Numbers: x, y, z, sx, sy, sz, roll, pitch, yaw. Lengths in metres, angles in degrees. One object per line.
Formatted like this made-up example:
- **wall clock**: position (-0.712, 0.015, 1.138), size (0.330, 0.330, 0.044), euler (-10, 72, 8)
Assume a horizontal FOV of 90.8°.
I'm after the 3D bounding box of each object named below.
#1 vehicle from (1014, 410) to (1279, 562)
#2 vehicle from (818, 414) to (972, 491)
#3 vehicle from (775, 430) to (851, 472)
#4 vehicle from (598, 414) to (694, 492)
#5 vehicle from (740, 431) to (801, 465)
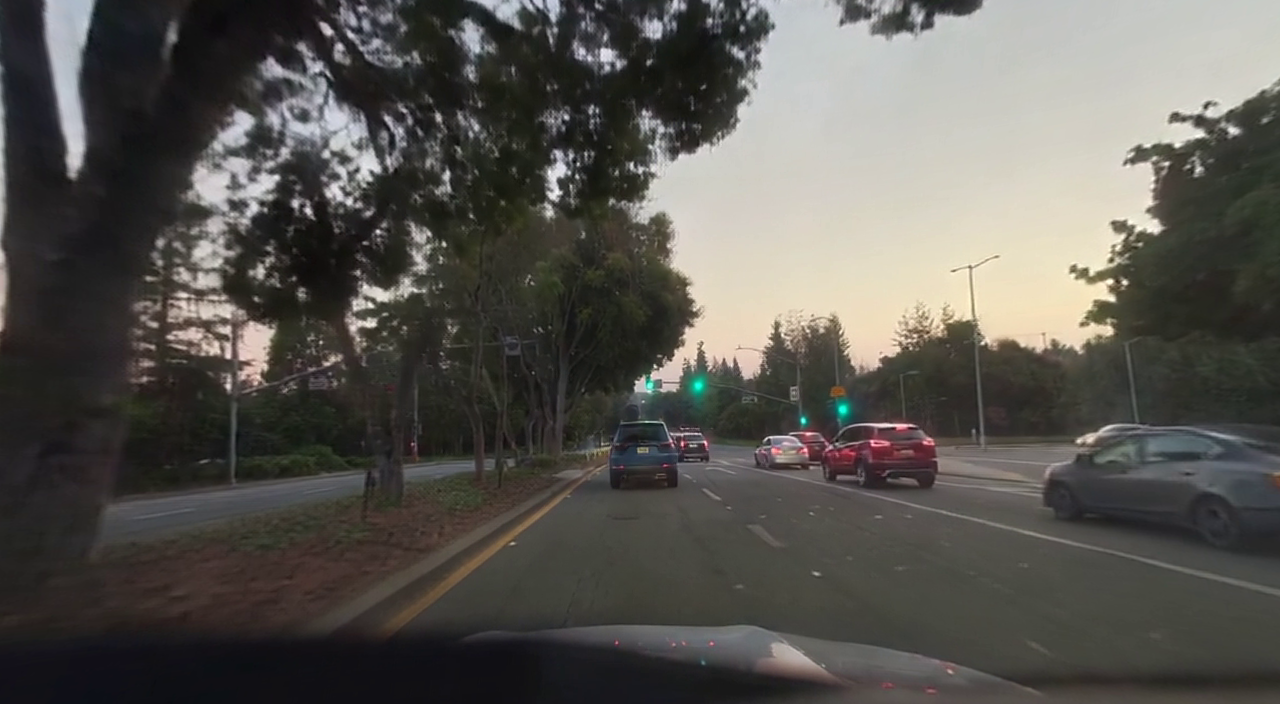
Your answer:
- **vehicle**: position (7.374, 1.630, 8.265), size (2.004, 1.504, 4.836), euler (0, -9, 0)
- **vehicle**: position (7.096, 2.900, 18.397), size (2.251, 1.873, 5.346), euler (0, -9, 0)
- **vehicle**: position (7.345, 4.261, 27.283), size (2.025, 1.642, 4.189), euler (0, -9, 0)
- **vehicle**: position (0.148, 2.813, 17.682), size (2.353, 1.894, 4.122), euler (0, -9, 0)
- **vehicle**: position (7.341, 5.482, 36.181), size (2.440, 1.775, 4.791), euler (0, -9, 0)
